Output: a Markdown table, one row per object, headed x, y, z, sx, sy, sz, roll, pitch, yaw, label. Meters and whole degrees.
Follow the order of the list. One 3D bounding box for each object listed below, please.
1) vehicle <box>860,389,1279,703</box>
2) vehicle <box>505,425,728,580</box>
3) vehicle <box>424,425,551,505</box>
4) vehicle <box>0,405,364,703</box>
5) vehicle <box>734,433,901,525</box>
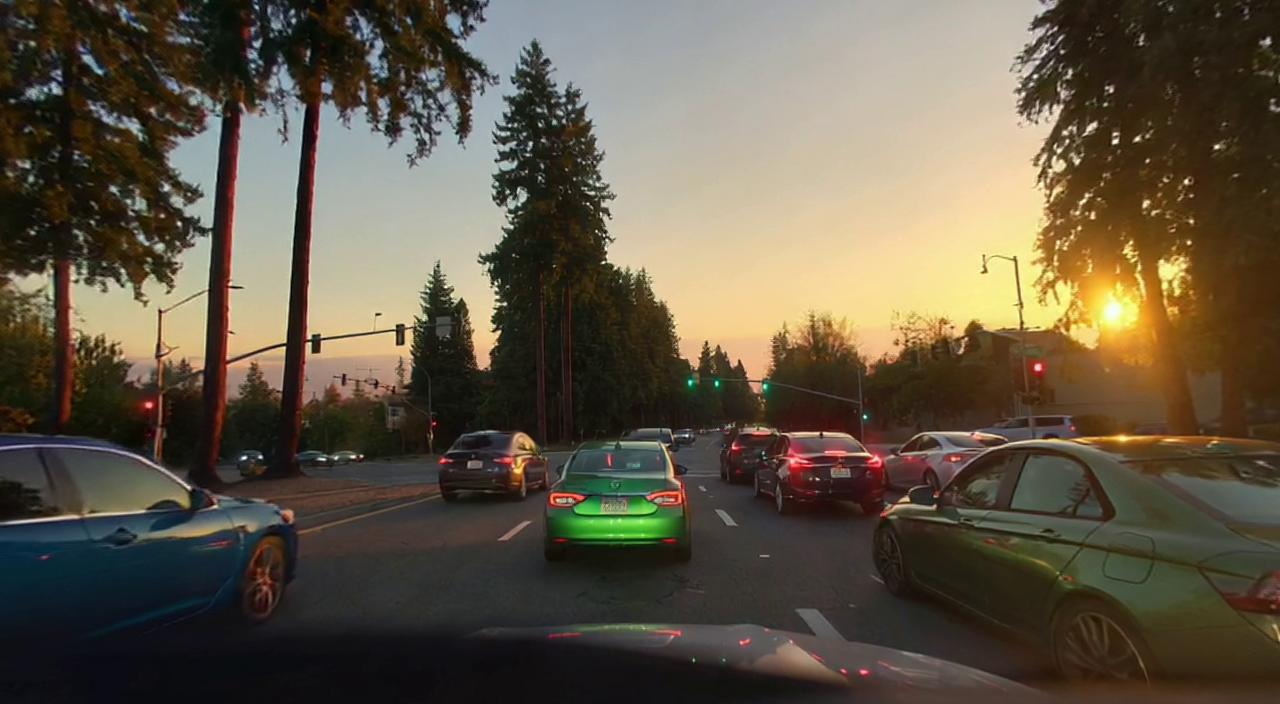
| x | y | z | sx | sy | sz | roll | pitch | yaw | label |
| --- | --- | --- | --- | --- | --- | --- | --- | --- | --- |
| 3.135 | 1.149 | 4.052 | 1.903 | 1.480 | 4.270 | 0 | -8 | 0 | vehicle |
| -0.246 | 1.741 | 8.067 | 2.147 | 1.479 | 3.803 | 0 | -8 | -1 | vehicle |
| -3.623 | 2.777 | 15.856 | 1.961 | 1.714 | 4.268 | -1 | -8 | 2 | vehicle |
| -3.673 | 1.164 | 3.936 | 1.935 | 1.482 | 4.433 | 0 | -8 | -1 | vehicle |
| 3.182 | 2.335 | 12.324 | 1.975 | 1.460 | 4.357 | 0 | -8 | 0 | vehicle |
